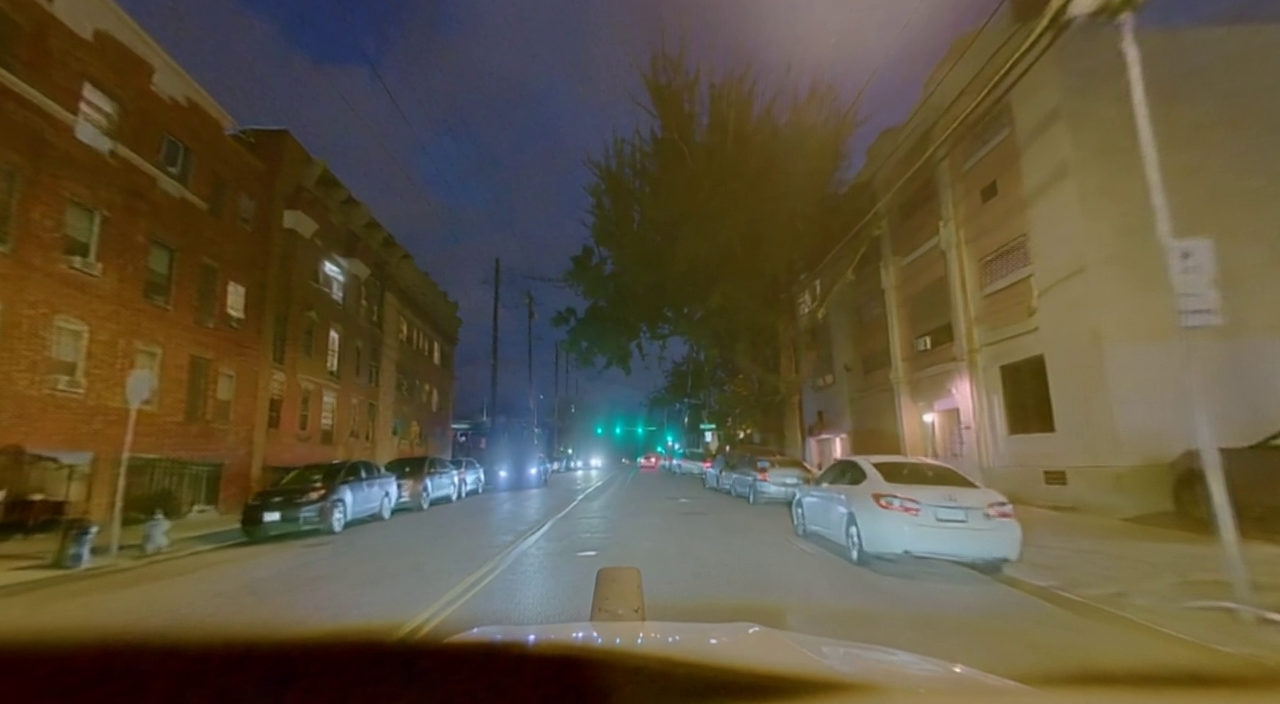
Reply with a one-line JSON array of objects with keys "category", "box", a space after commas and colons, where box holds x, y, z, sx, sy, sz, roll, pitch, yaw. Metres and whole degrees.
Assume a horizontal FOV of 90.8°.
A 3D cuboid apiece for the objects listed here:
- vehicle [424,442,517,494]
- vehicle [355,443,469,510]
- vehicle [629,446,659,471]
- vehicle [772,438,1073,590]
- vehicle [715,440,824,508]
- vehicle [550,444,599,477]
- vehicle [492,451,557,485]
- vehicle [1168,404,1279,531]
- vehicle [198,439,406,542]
[{"category": "vehicle", "box": [-6.804, 4.779, 26.177, 2.263, 1.882, 5.706, 0, -10, 0]}, {"category": "vehicle", "box": [-6.771, 3.754, 19.340, 1.925, 1.759, 4.396, 0, -10, -1]}, {"category": "vehicle", "box": [0.237, 7.889, 46.637, 2.059, 1.736, 3.994, 0, -10, -1]}, {"category": "vehicle", "box": [3.261, 1.981, 8.518, 1.885, 1.464, 4.466, 0, -10, -1]}, {"category": "vehicle", "box": [3.280, 3.225, 16.921, 1.895, 1.553, 4.235, 0, -10, -1]}, {"category": "vehicle", "box": [-3.857, 6.563, 38.118, 2.236, 1.834, 4.743, -1, -10, 3]}, {"category": "vehicle", "box": [-5.819, 5.750, 31.388, 1.994, 1.510, 4.802, 4, -11, -24]}, {"category": "vehicle", "box": [9.759, 1.499, 8.345, 1.968, 1.713, 4.379, -3, -11, 6]}, {"category": "vehicle", "box": [-6.847, 2.852, 13.595, 1.930, 1.756, 4.955, 0, -10, -3]}]
